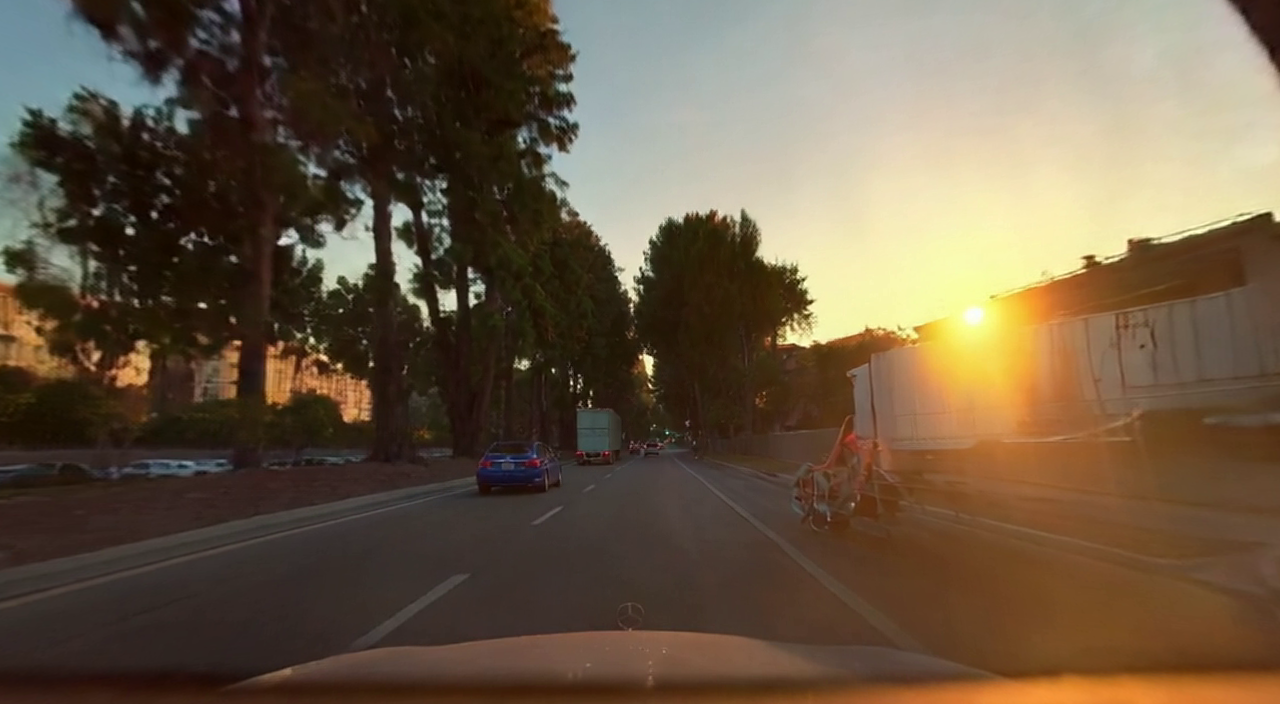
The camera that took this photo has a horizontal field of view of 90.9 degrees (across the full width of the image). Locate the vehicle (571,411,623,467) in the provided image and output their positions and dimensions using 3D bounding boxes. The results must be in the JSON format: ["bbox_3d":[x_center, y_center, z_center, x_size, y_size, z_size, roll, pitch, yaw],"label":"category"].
[{"bbox_3d":[-2.651,5.818,41.886,2.746,3.276,8.572,-1,-8,1],"label":"vehicle"}]

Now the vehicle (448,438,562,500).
[{"bbox_3d":[-3.491,3.109,17.231,2.005,1.462,4.345,-1,-8,2],"label":"vehicle"}]
